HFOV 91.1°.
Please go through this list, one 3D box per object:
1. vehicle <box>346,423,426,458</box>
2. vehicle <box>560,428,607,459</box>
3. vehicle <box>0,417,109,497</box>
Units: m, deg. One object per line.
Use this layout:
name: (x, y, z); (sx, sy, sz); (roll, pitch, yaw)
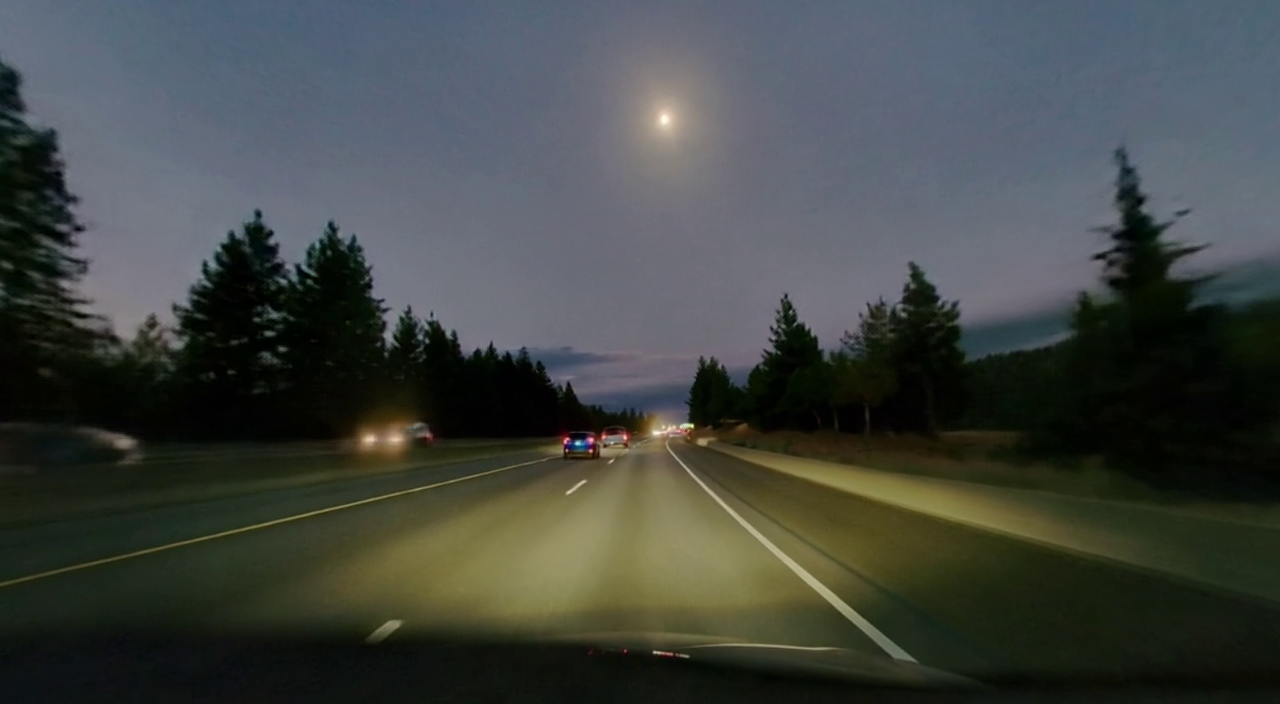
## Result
vehicle: (-12.989, 4.565, 32.429); (2.069, 1.653, 4.654); (0, -8, 1)
vehicle: (-3.026, 5.086, 34.756); (2.053, 1.589, 4.671); (0, -8, 2)
vehicle: (-13.413, 2.098, 12.566); (1.939, 1.524, 4.056); (0, -8, 1)
